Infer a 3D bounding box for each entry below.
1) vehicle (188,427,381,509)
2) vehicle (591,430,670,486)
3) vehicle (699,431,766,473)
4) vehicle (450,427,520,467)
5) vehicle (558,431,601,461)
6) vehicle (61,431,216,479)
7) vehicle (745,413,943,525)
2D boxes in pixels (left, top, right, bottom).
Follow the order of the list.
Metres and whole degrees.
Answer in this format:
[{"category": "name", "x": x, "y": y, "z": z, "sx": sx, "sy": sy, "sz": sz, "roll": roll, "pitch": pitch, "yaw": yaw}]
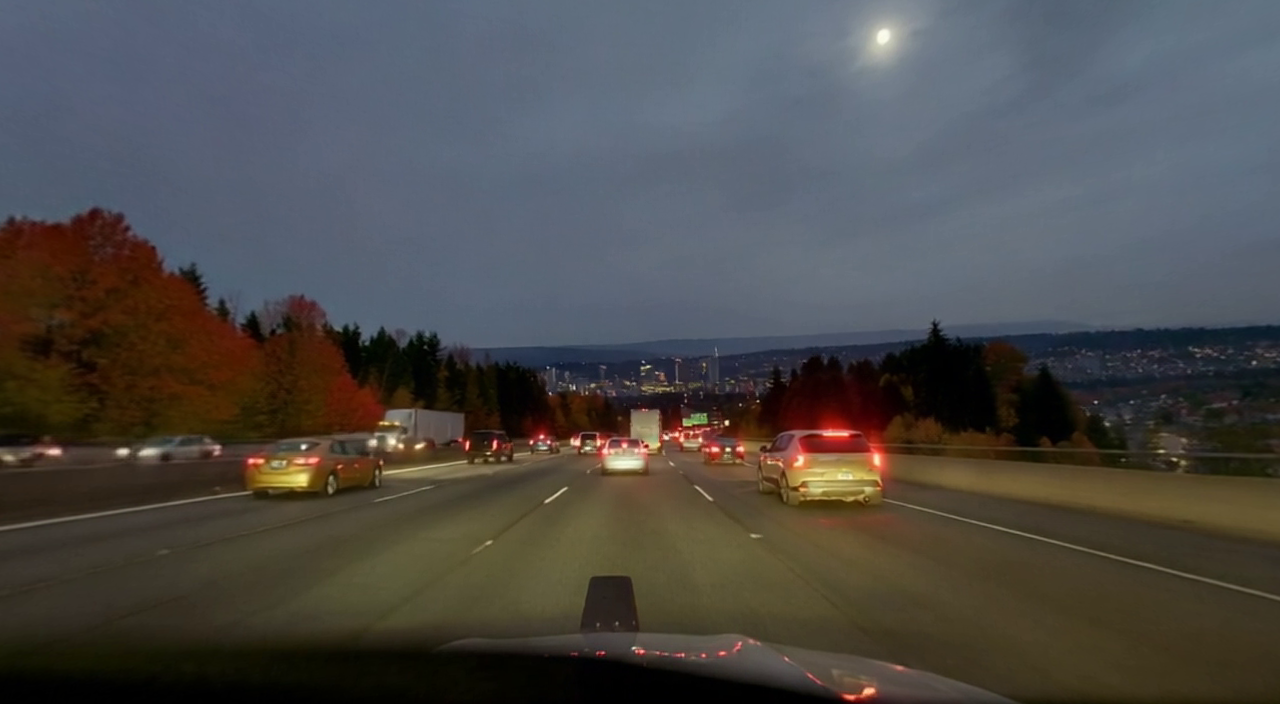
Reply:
[{"category": "vehicle", "x": -7.509, "y": 2.445, "z": 13.839, "sx": 1.934, "sy": 1.526, "sz": 3.966, "roll": 0, "pitch": -8, "yaw": 0}, {"category": "vehicle", "x": -0.287, "y": 3.136, "z": 19.078, "sx": 2.111, "sy": 1.494, "sz": 4.364, "roll": 0, "pitch": -8, "yaw": -1}, {"category": "vehicle", "x": 3.595, "y": 3.974, "z": 25.270, "sx": 1.972, "sy": 1.516, "sz": 4.514, "roll": 0, "pitch": -8, "yaw": 0}, {"category": "vehicle", "x": -7.489, "y": 4.621, "z": 30.916, "sx": 2.117, "sy": 1.779, "sz": 4.745, "roll": 0, "pitch": -8, "yaw": 1}, {"category": "vehicle", "x": -3.589, "y": 5.650, "z": 37.996, "sx": 2.064, "sy": 1.672, "sz": 4.277, "roll": 0, "pitch": -8, "yaw": 1}, {"category": "vehicle", "x": -18.991, "y": 3.901, "z": 24.173, "sx": 2.026, "sy": 1.629, "sz": 4.766, "roll": 0, "pitch": -8, "yaw": 0}, {"category": "vehicle", "x": 3.402, "y": 2.037, "z": 11.561, "sx": 2.095, "sy": 1.650, "sz": 4.331, "roll": 0, "pitch": -8, "yaw": -1}]
